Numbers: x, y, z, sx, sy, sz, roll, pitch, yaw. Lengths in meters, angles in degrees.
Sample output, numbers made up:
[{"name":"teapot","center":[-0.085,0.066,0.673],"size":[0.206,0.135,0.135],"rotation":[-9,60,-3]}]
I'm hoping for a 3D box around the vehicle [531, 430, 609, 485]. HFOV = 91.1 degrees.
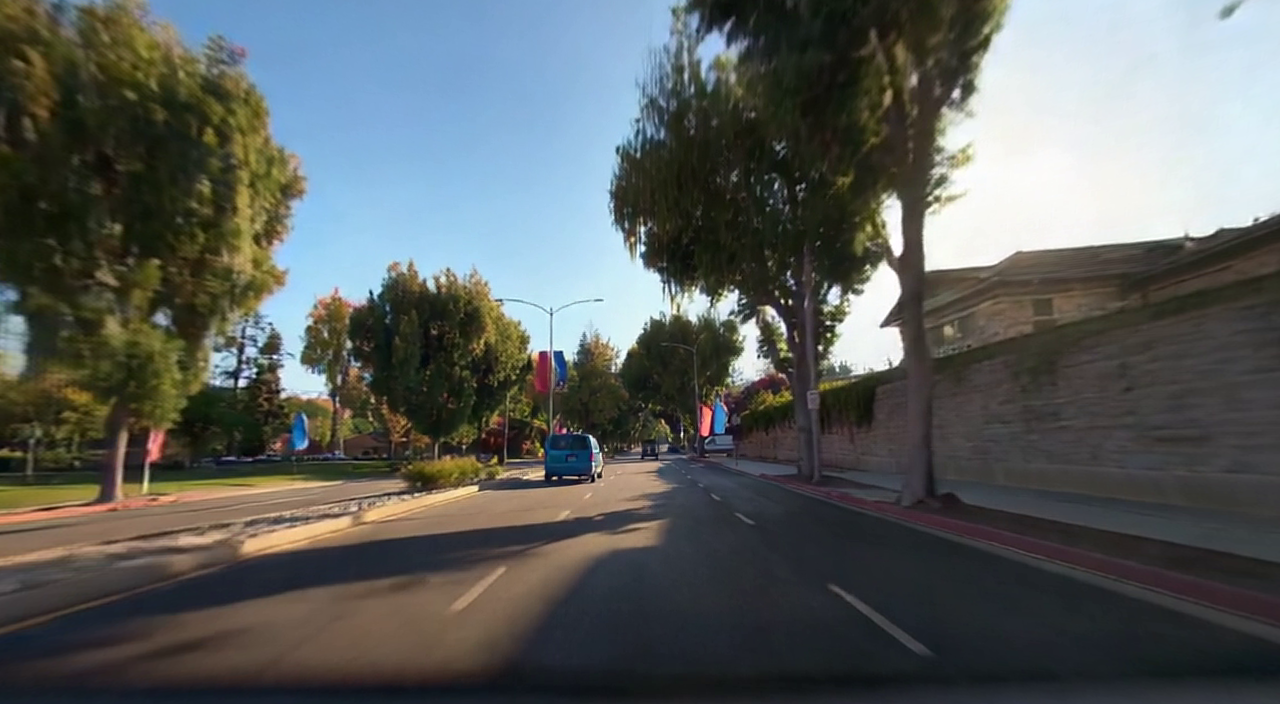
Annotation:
[{"name":"vehicle","center":[-2.494,3.956,23.805],"size":[2.281,1.837,4.845],"rotation":[0,-8,2]}]
